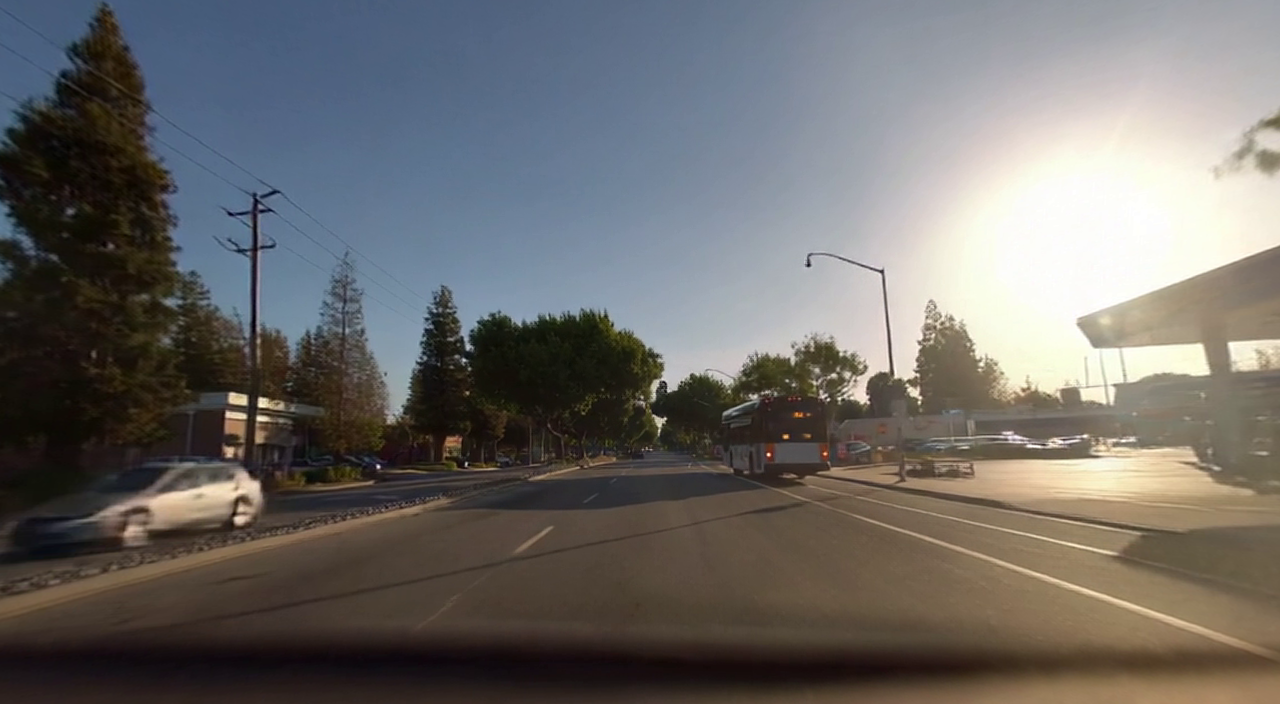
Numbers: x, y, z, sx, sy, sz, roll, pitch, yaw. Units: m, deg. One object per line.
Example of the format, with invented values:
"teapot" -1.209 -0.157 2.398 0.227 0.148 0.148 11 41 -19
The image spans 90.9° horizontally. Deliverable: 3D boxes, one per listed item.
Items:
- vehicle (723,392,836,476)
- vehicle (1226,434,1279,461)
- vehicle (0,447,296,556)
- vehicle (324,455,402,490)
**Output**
"vehicle" 8.631 5.519 41.550 4.582 4.678 12.589 0 -8 0
"vehicle" 44.639 6.717 44.404 1.948 1.776 5.438 -1 -8 8
"vehicle" -8.227 2.416 11.013 1.900 1.481 4.317 0 -8 2
"vehicle" -13.384 5.825 30.756 1.779 1.476 4.260 0 -8 2
